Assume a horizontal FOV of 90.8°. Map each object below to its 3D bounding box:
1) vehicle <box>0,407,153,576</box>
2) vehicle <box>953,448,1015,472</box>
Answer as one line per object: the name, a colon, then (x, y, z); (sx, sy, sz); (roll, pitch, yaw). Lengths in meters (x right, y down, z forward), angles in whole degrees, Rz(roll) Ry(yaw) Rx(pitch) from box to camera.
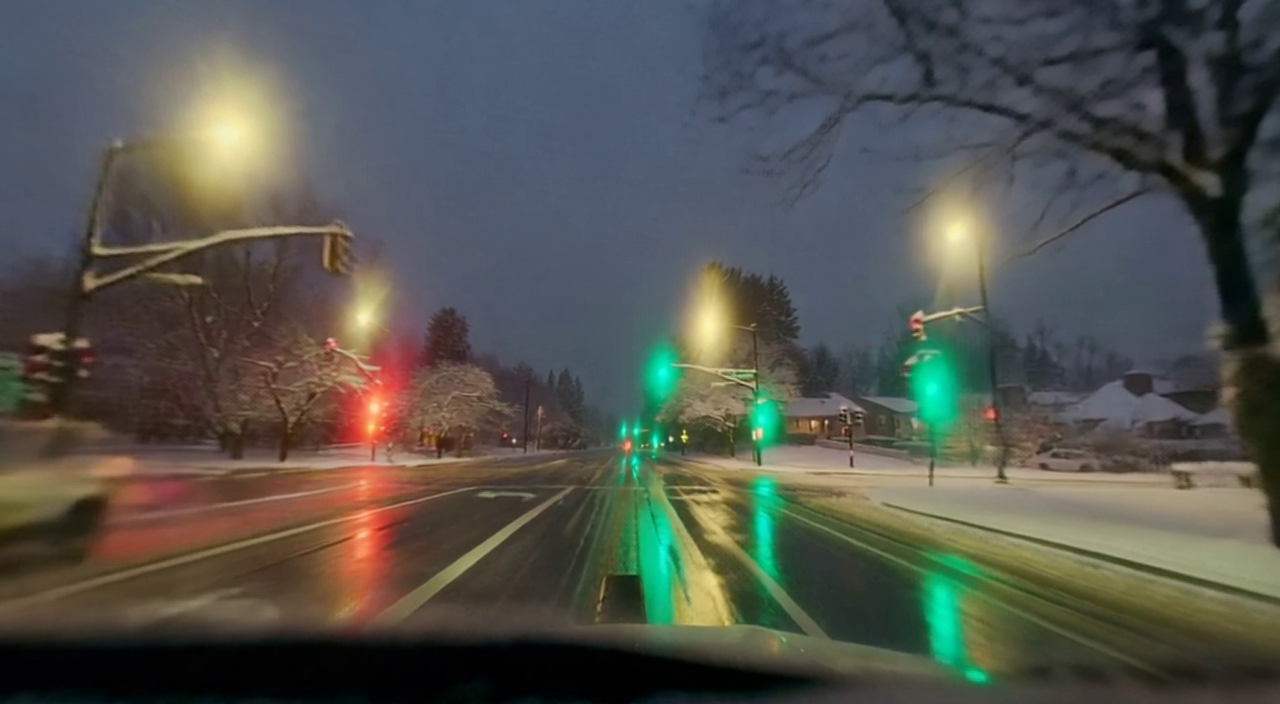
vehicle: (-7.689, 1.408, 6.291); (2.091, 1.727, 4.413); (0, -8, 0)
vehicle: (26.565, 8.323, 48.788); (3.878, 1.462, 1.783); (5, -7, -5)
